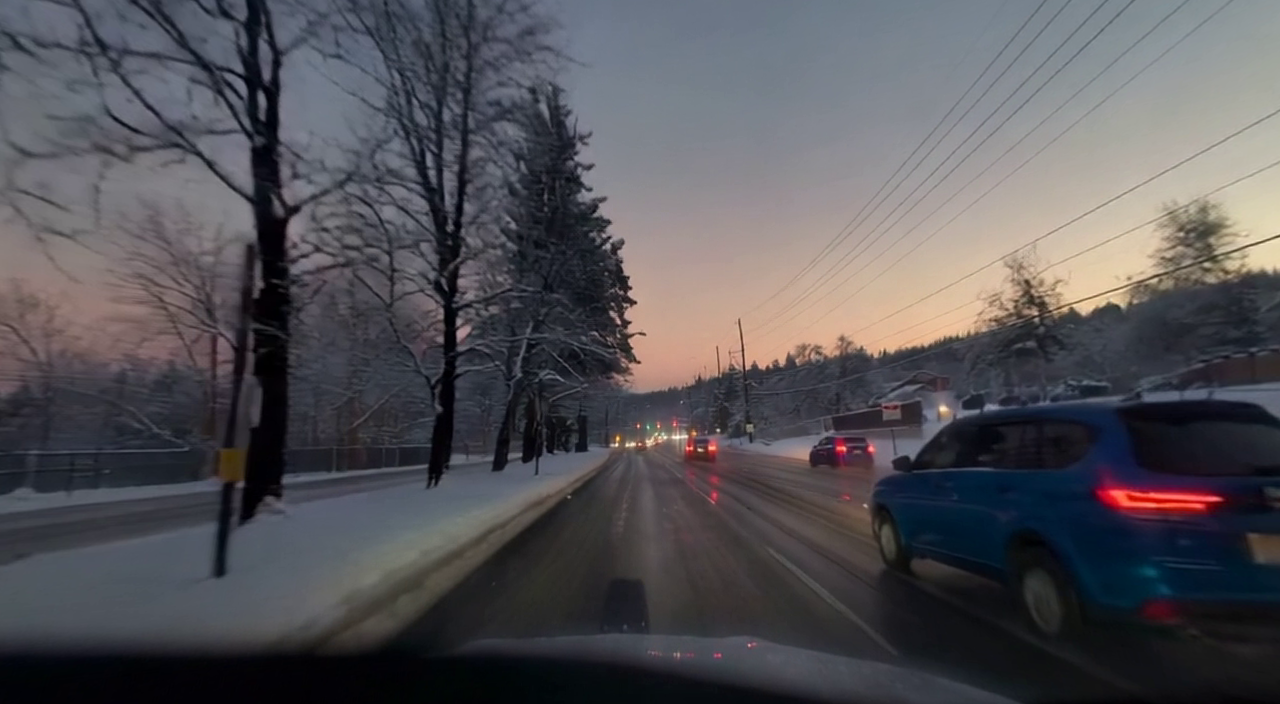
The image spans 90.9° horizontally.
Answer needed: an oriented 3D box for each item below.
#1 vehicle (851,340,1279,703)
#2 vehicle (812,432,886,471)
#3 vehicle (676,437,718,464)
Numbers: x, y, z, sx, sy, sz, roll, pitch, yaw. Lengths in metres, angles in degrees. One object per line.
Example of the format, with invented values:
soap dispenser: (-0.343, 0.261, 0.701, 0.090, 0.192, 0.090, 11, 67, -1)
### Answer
vehicle: (3.600, 1.141, 5.122, 2.176, 1.752, 4.628, 0, -8, 0)
vehicle: (9.912, 4.755, 30.221, 1.978, 1.700, 4.461, 0, -8, 0)
vehicle: (3.365, 5.902, 37.853, 2.063, 1.481, 4.247, 0, -8, 0)
